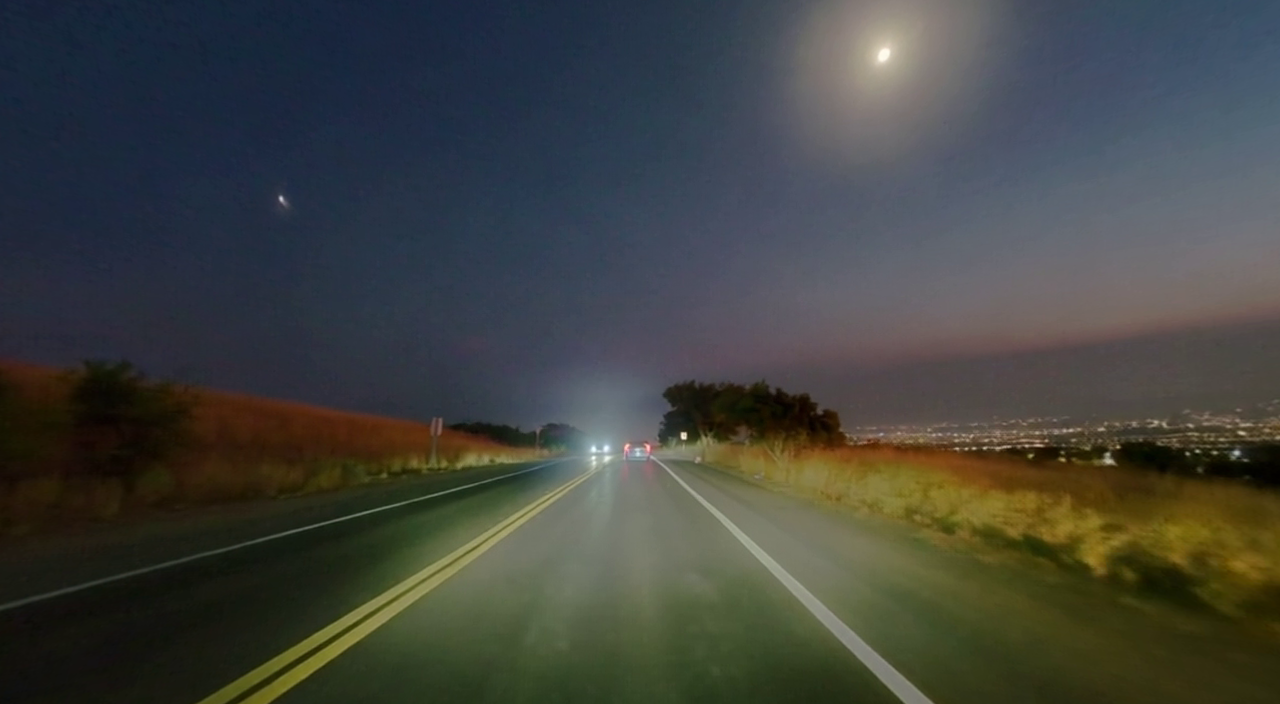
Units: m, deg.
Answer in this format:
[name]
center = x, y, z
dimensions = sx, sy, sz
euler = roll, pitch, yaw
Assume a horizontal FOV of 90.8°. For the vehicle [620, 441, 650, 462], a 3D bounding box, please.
[vehicle]
center = -0.370, 7.352, 46.876
dimensions = 2.186, 1.486, 3.861
euler = 0, -9, -1
